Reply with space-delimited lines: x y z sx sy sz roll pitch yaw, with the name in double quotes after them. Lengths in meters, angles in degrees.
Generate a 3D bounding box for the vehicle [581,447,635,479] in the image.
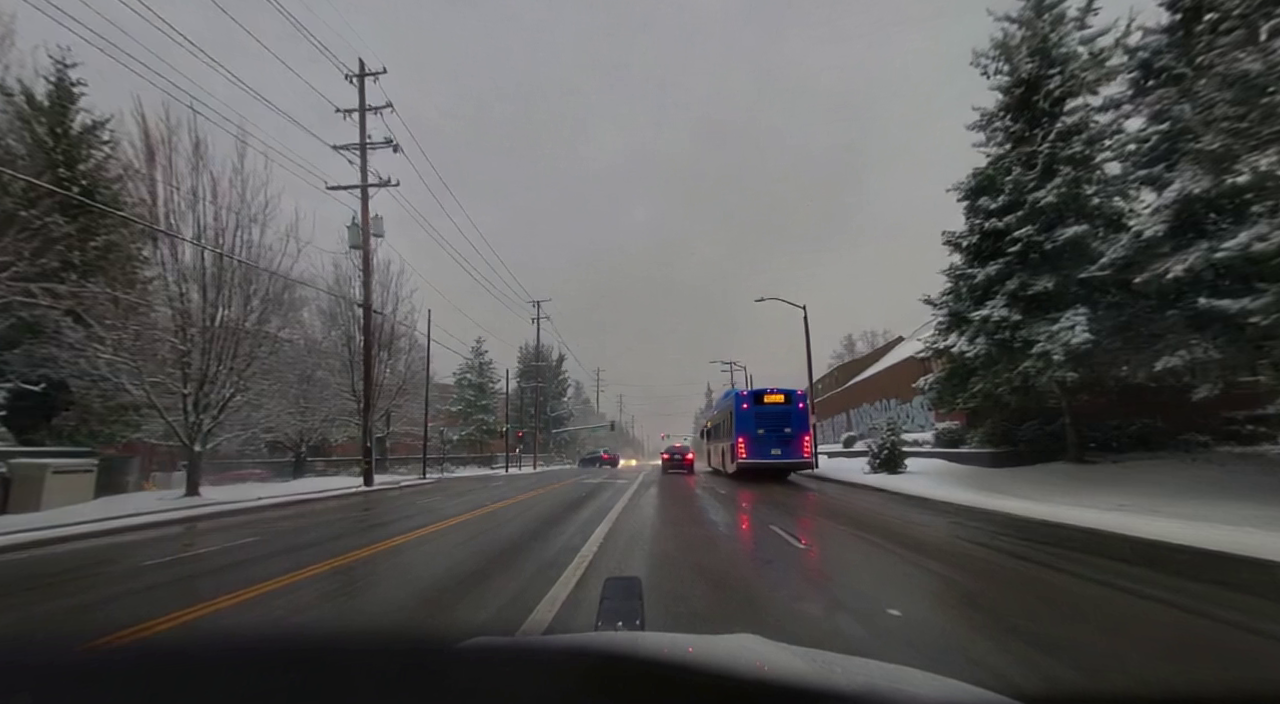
-1.788 5.822 33.471 2.018 1.544 4.420 2 -9 -14 "vehicle"

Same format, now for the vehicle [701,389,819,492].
4.627 3.880 27.606 3.045 3.447 12.604 0 -8 2 "vehicle"

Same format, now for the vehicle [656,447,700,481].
1.729 5.265 30.087 1.961 1.470 4.196 0 -8 1 "vehicle"
